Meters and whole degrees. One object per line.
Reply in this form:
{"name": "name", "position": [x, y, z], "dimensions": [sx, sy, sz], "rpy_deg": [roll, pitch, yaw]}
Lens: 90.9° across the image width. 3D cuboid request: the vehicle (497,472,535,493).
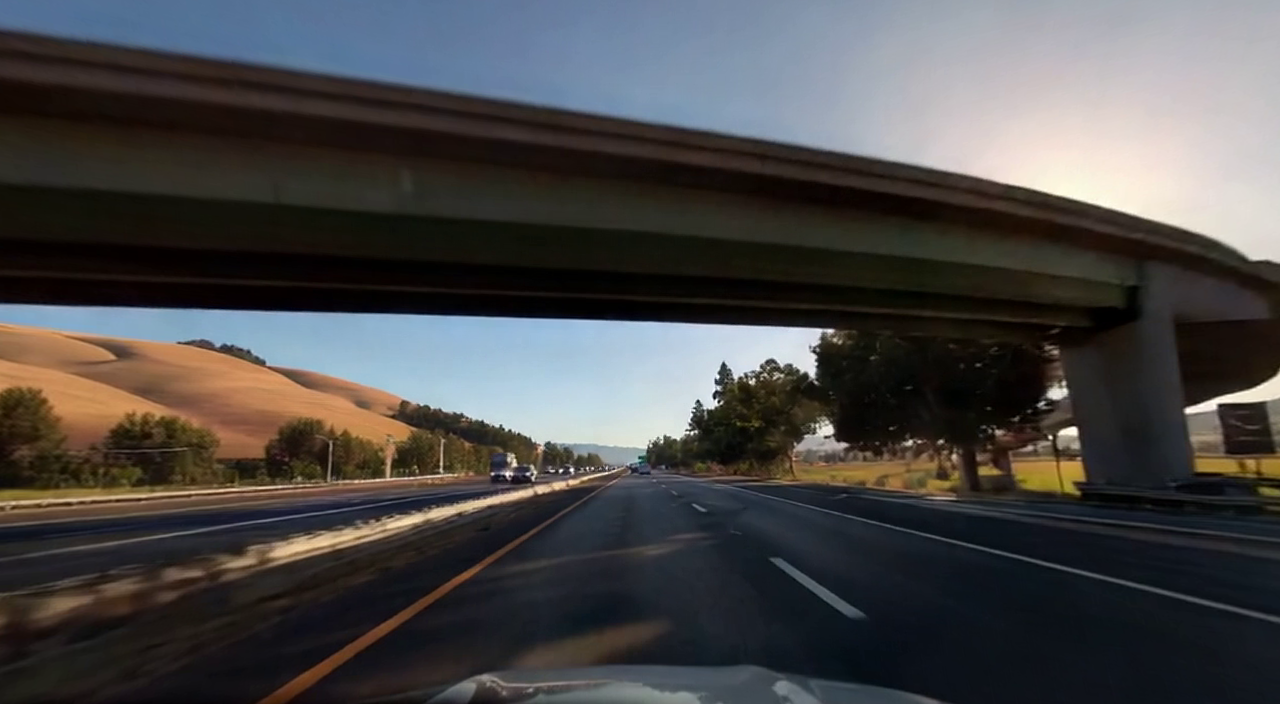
{"name": "vehicle", "position": [-8.697, 9.165, 44.427], "dimensions": [1.755, 1.379, 3.676], "rpy_deg": [0, -10, 2]}
